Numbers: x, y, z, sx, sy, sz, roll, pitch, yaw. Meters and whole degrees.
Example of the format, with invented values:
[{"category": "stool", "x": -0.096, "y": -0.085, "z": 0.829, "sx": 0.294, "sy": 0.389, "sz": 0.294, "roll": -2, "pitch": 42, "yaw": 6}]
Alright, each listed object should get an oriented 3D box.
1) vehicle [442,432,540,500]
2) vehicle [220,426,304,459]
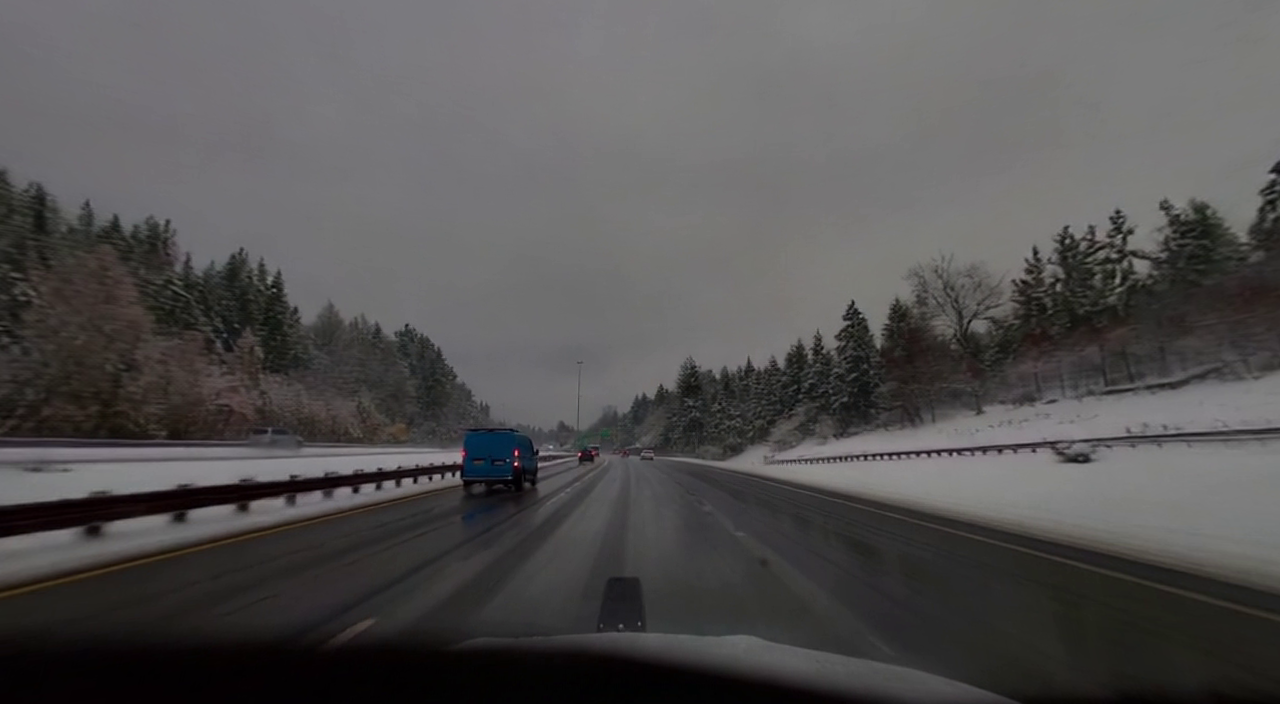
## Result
[{"category": "vehicle", "x": -4.349, "y": 3.402, "z": 19.157, "sx": 1.971, "sy": 1.795, "sz": 4.389, "roll": 0, "pitch": -9, "yaw": -1}, {"category": "vehicle", "x": -18.550, "y": 4.494, "z": 31.096, "sx": 1.879, "sy": 1.492, "sz": 3.607, "roll": 0, "pitch": -9, "yaw": 0}]
